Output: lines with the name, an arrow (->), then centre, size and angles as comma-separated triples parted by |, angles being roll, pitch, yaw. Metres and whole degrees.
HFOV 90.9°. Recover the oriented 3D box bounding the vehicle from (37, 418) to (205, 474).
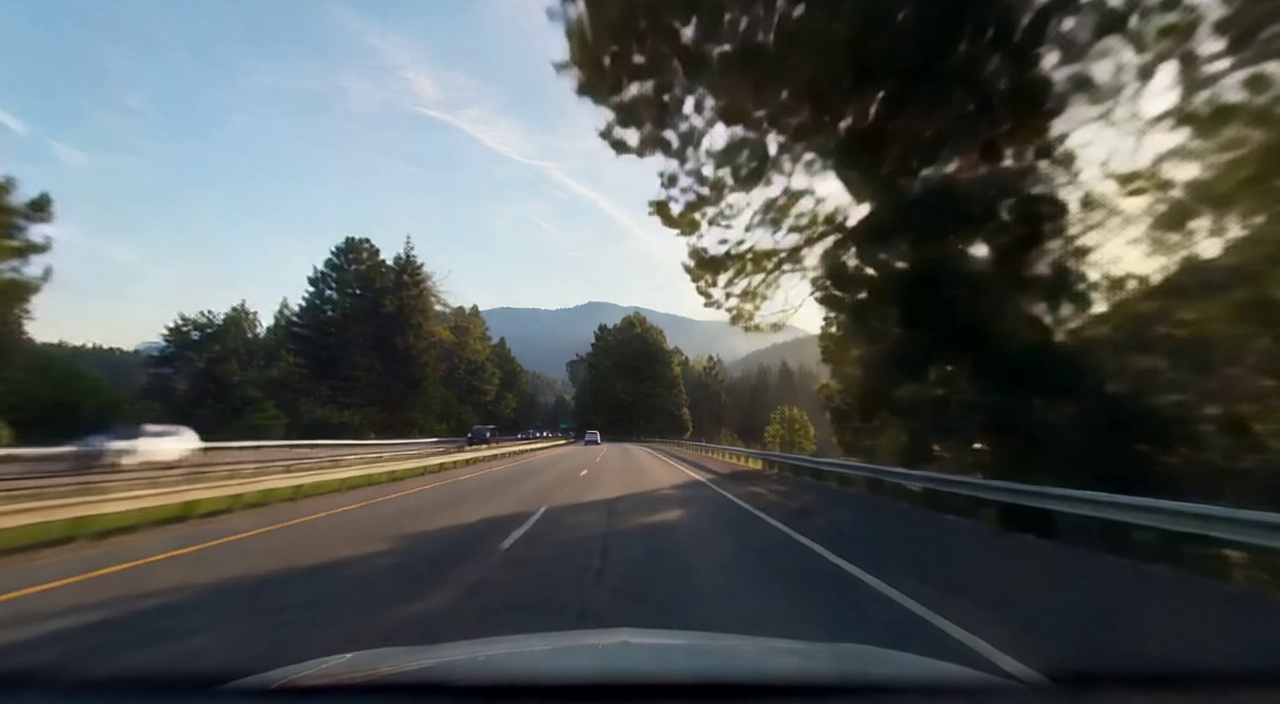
vehicle -> -17.168, 3.129, 21.193 | 1.880, 1.643, 4.441 | 0, -8, -1
